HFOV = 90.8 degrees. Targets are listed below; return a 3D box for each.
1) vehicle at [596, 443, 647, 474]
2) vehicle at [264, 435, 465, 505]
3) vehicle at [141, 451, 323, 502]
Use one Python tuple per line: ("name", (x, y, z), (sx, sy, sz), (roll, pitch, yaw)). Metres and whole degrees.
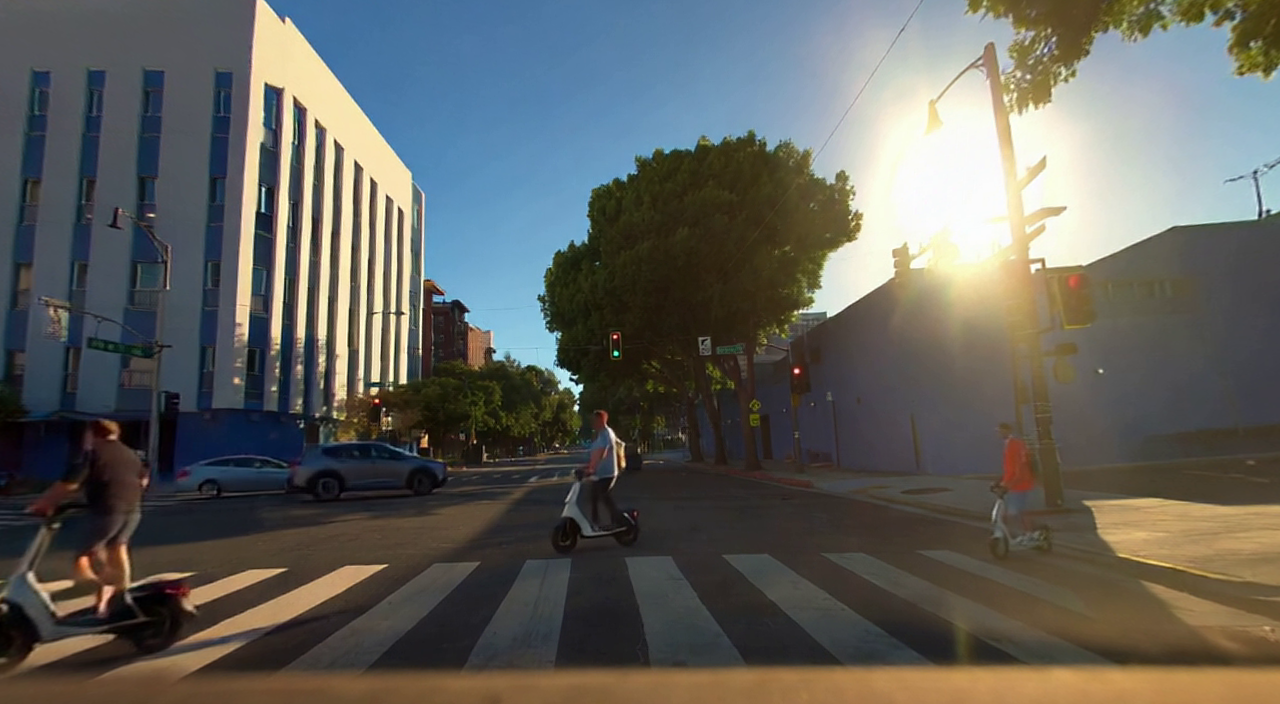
("vehicle", (-0.980, 6.080, 36.379), (2.051, 1.616, 4.641), (-2, -9, 10))
("vehicle", (-7.494, 3.207, 17.656), (4.802, 1.724, 2.122), (3, -9, -21))
("vehicle", (-13.101, 3.992, 20.643), (4.485, 1.463, 2.075), (2, -9, -15))
